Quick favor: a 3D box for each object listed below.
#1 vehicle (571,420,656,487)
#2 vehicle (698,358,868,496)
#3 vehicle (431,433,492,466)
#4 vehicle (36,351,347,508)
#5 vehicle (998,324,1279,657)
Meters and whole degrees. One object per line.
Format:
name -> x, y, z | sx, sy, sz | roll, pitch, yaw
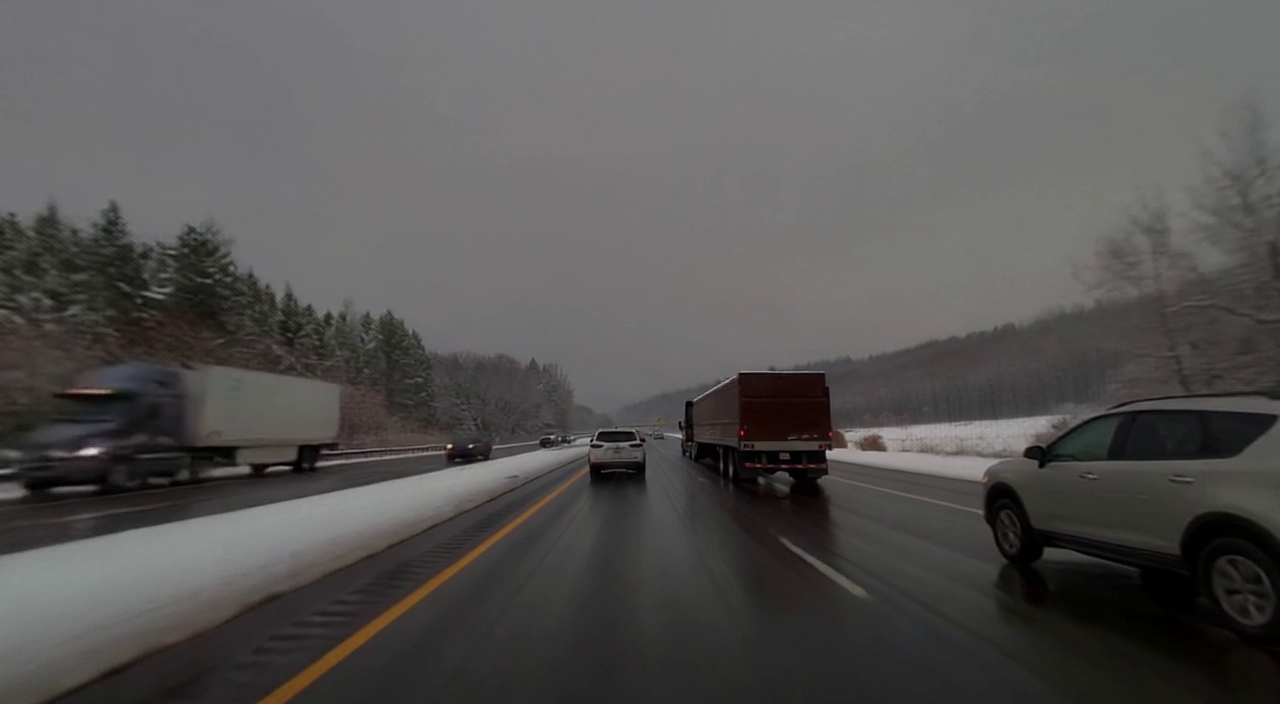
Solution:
vehicle -> -0.656, 2.759, 17.516 | 2.082, 1.638, 4.055 | 0, -7, 0
vehicle -> 3.531, 2.186, 18.134 | 2.723, 3.027, 8.478 | 0, -7, -1
vehicle -> -8.988, 4.909, 32.108 | 1.911, 1.570, 4.036 | 0, -7, 1
vehicle -> -13.727, 2.616, 21.136 | 2.904, 3.961, 10.187 | 0, -8, 0
vehicle -> 4.691, 0.897, 4.388 | 2.011, 1.905, 3.905 | 0, -8, -1
